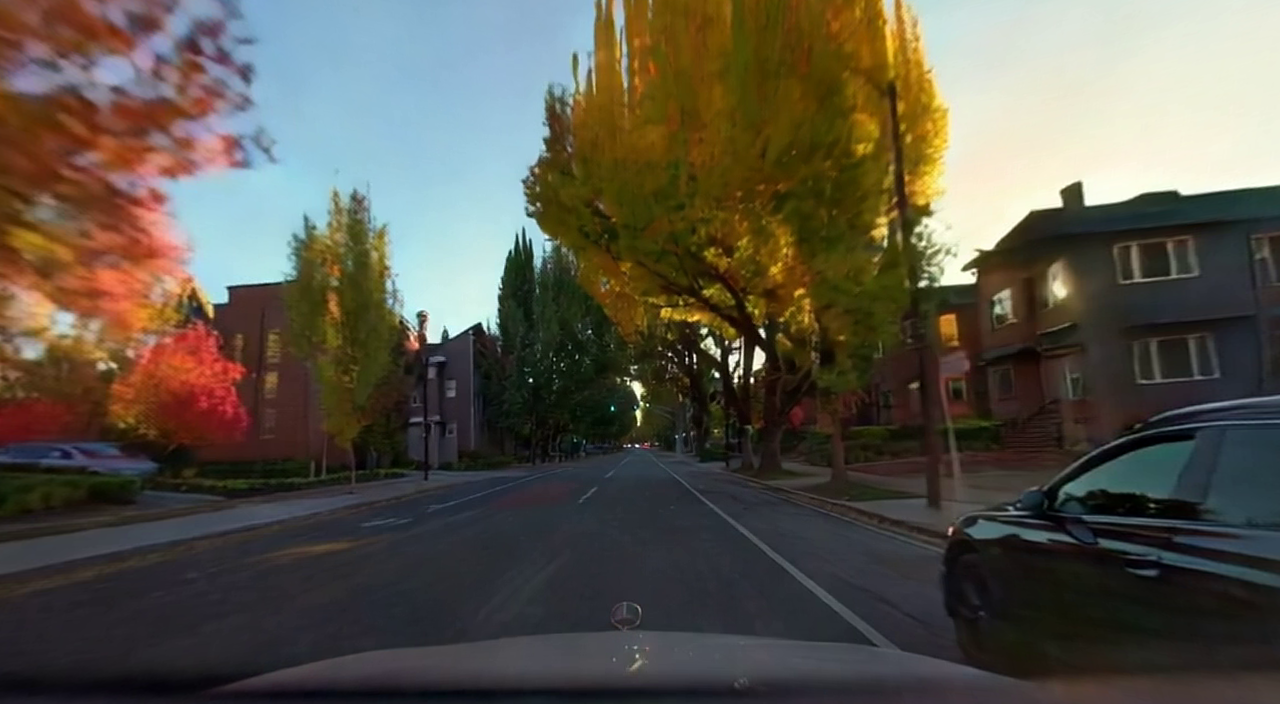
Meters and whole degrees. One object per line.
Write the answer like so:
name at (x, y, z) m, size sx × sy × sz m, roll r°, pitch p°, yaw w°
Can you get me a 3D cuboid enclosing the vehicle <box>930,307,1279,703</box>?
vehicle at (3.052, 0.729, 1.673) m, size 2.224 × 1.791 × 4.834 m, roll 0°, pitch -9°, yaw 0°
